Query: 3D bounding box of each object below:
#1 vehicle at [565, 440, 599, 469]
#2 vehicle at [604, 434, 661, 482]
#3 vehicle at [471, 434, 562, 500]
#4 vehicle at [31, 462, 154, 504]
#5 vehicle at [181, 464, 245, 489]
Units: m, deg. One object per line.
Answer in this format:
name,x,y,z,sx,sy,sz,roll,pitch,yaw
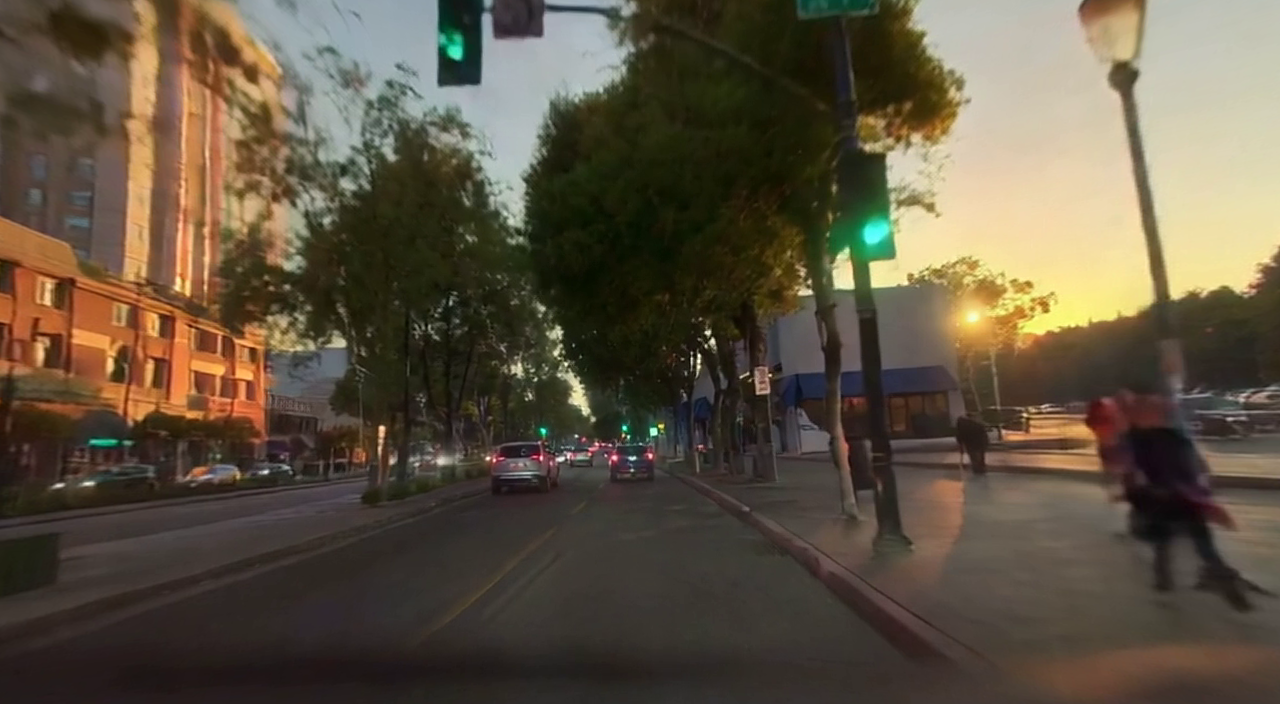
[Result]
vehicle,-3.988,7.133,44.155,2.220,1.847,4.587,0,-8,-3
vehicle,-0.338,4.209,25.317,2.120,1.758,3.917,0,-8,-2
vehicle,-3.495,3.317,18.627,1.940,1.722,3.823,0,-8,-1
vehicle,-27.853,6.641,32.362,1.998,1.797,5.035,0,-8,-4
vehicle,-32.212,9.389,47.675,1.913,1.579,4.379,0,-8,-3
